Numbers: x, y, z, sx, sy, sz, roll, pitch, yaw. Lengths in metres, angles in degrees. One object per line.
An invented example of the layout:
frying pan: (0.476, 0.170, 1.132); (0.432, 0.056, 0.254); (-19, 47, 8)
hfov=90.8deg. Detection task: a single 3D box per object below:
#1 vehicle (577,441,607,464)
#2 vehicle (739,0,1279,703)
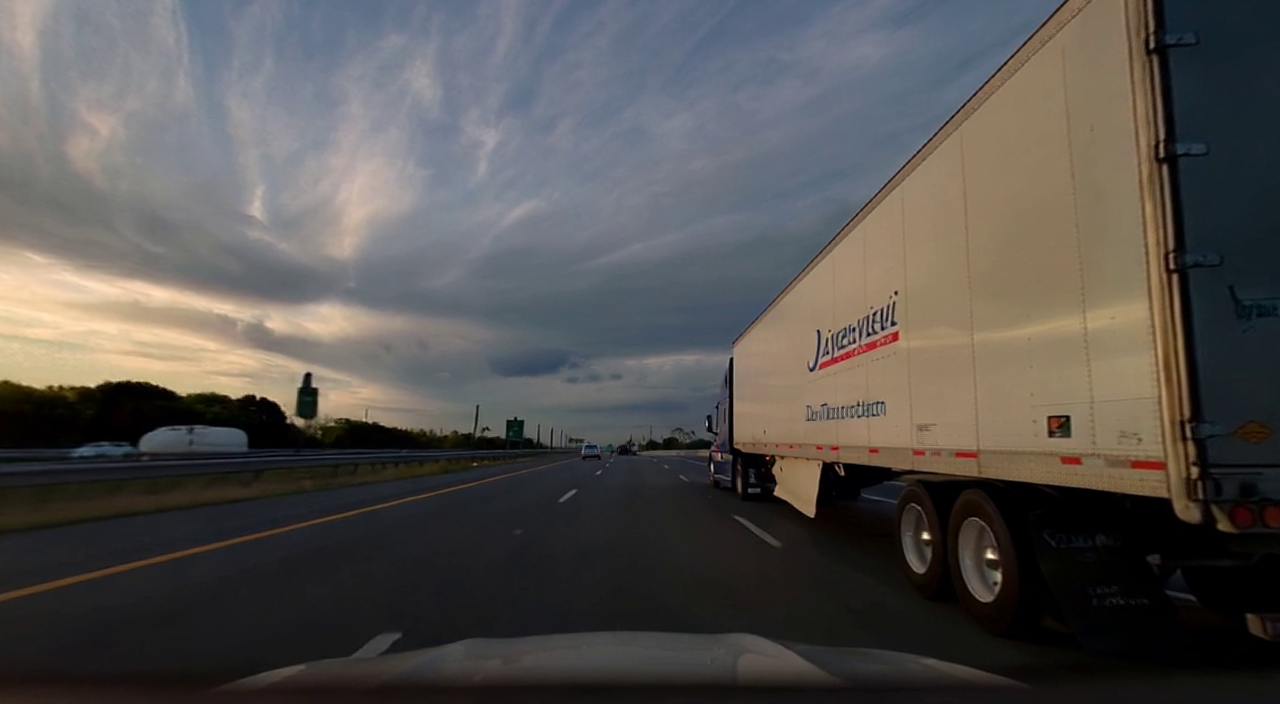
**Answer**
vehicle: (-3.596, 7.611, 48.079); (2.030, 1.657, 3.926); (0, -8, -1)
vehicle: (3.908, 0.554, 9.034); (2.962, 4.132, 12.720); (0, -8, 0)
